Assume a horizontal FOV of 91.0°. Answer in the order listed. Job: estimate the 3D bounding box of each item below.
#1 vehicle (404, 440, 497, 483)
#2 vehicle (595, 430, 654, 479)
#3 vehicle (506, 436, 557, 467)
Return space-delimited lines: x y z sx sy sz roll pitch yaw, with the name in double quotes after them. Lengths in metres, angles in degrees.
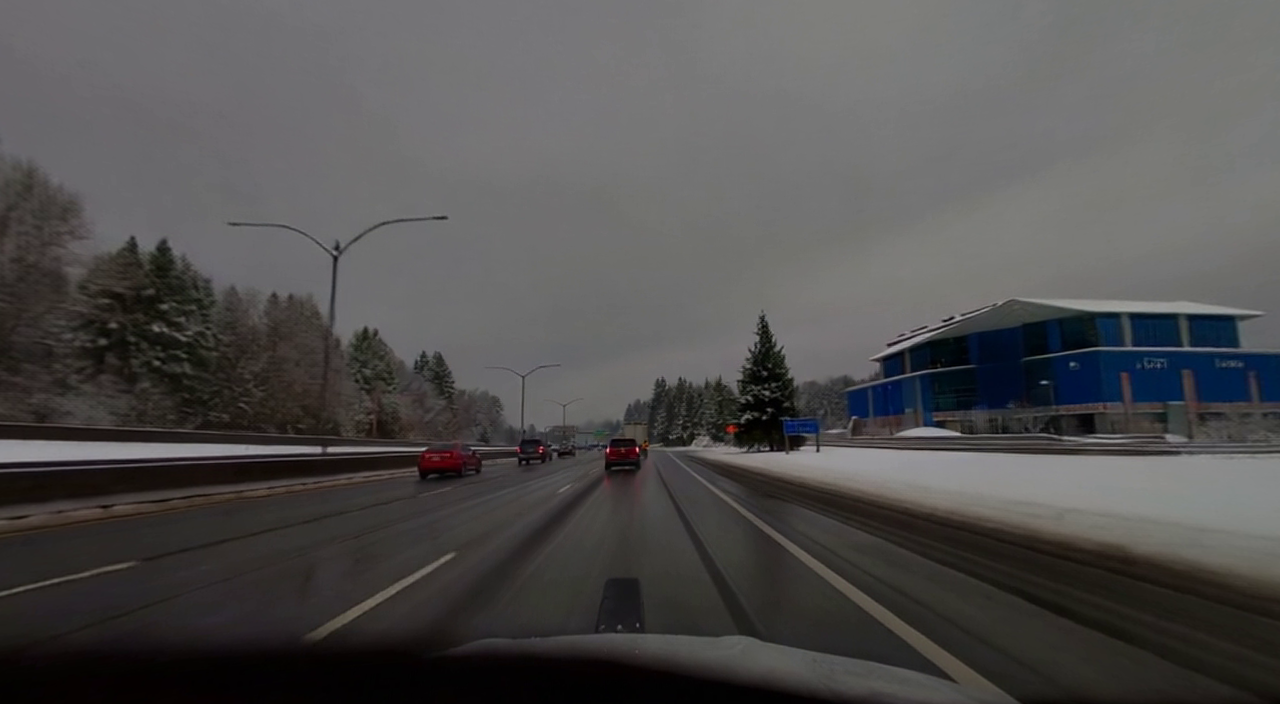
-7.232 4.222 24.560 2.074 1.495 4.643 0 -9 1 "vehicle"
-0.586 4.248 26.315 2.245 1.863 4.801 0 -9 0 "vehicle"
-7.239 6.696 42.672 2.328 1.927 5.880 0 -9 1 "vehicle"
